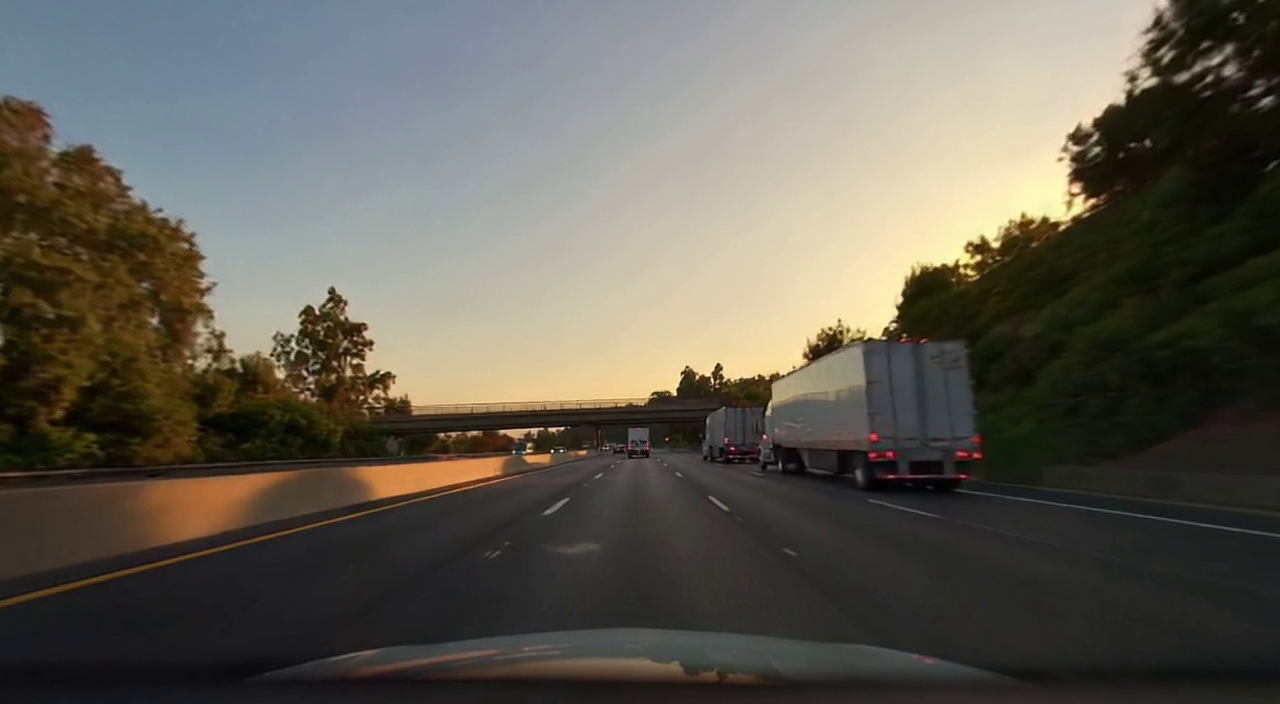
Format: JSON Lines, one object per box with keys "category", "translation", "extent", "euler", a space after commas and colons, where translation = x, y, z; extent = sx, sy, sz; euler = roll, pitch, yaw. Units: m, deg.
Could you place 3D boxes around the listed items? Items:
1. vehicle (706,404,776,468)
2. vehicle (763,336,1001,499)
{"category": "vehicle", "translation": [7.219, 6.515, 47.785], "extent": [2.937, 4.105, 14.800], "euler": [0, -9, 0]}
{"category": "vehicle", "translation": [7.388, 2.700, 22.841], "extent": [2.906, 4.070, 14.134], "euler": [0, -9, 0]}
